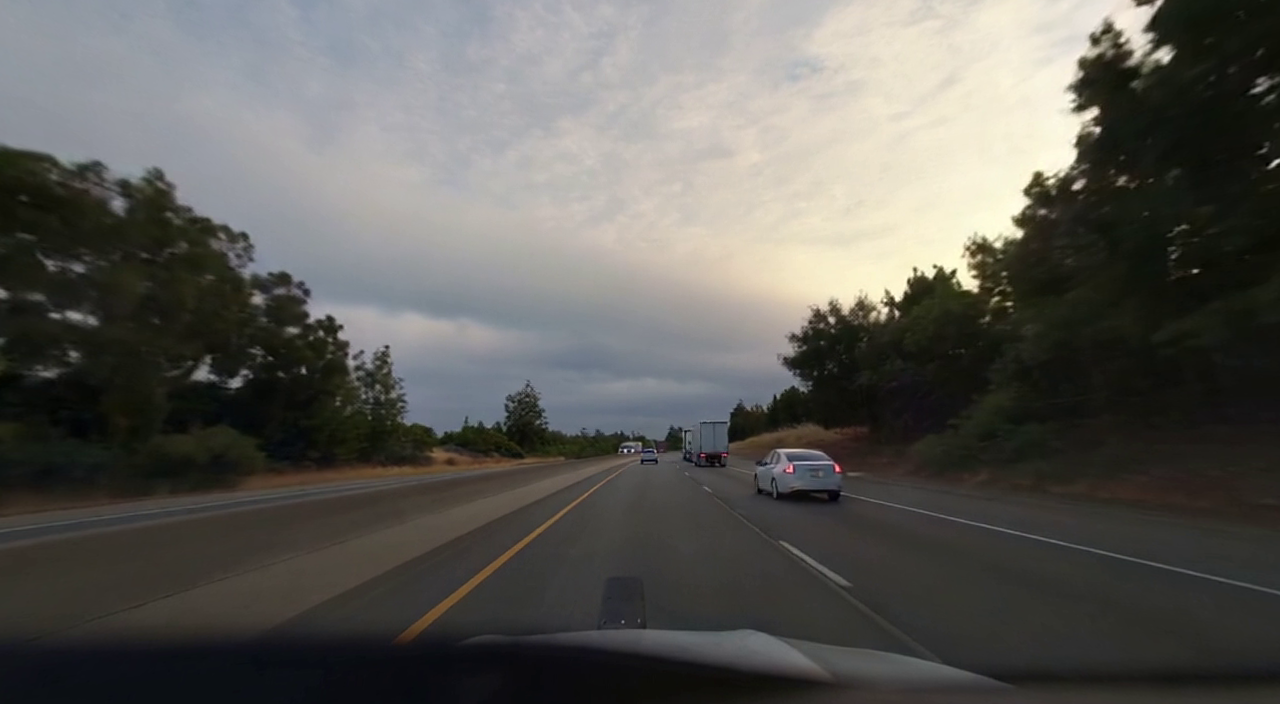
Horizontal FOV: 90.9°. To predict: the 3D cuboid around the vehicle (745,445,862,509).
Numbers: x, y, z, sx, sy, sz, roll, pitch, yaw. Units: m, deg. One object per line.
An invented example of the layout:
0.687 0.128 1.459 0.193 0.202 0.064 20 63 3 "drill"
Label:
4.080 3.167 16.437 1.893 1.442 4.039 0 -9 -1 "vehicle"
